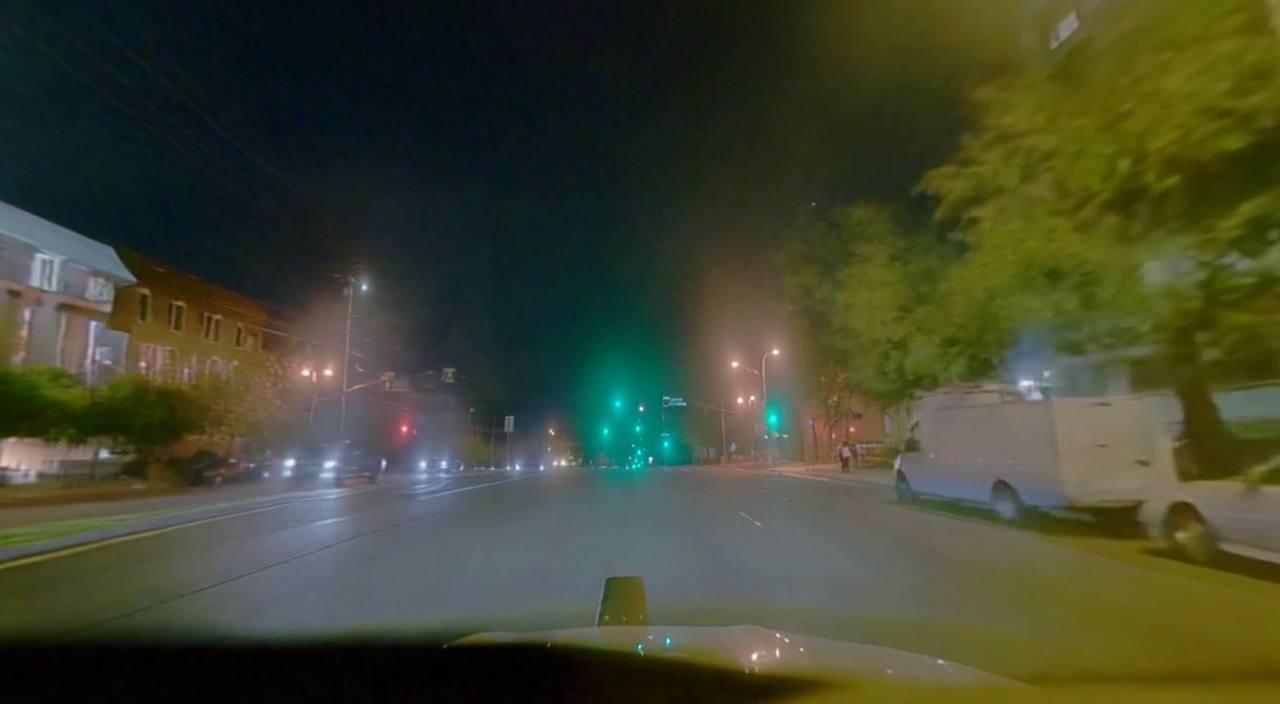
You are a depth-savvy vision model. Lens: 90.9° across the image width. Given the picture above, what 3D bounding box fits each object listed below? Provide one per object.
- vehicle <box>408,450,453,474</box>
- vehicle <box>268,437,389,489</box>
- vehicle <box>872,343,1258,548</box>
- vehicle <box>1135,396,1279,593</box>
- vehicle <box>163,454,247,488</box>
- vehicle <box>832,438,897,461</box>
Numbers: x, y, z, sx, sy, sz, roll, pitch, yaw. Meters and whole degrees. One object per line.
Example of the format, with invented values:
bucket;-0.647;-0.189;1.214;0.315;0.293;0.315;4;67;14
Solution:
vehicle;-15.853;8.311;47.906;1.945;1.737;4.358;0;-8;0
vehicle;-12.320;4.409;25.423;2.419;1.787;4.859;-1;-8;0
vehicle;6.994;1.747;11.985;2.391;2.750;6.853;0;-8;-1
vehicle;6.860;1.201;5.072;1.889;1.799;4.704;0;-8;0
vehicle;-22.661;6.176;33.053;1.875;1.528;3.717;-4;-9;-2
vehicle;17.469;7.630;49.324;4.329;1.502;2.122;-3;-5;6
